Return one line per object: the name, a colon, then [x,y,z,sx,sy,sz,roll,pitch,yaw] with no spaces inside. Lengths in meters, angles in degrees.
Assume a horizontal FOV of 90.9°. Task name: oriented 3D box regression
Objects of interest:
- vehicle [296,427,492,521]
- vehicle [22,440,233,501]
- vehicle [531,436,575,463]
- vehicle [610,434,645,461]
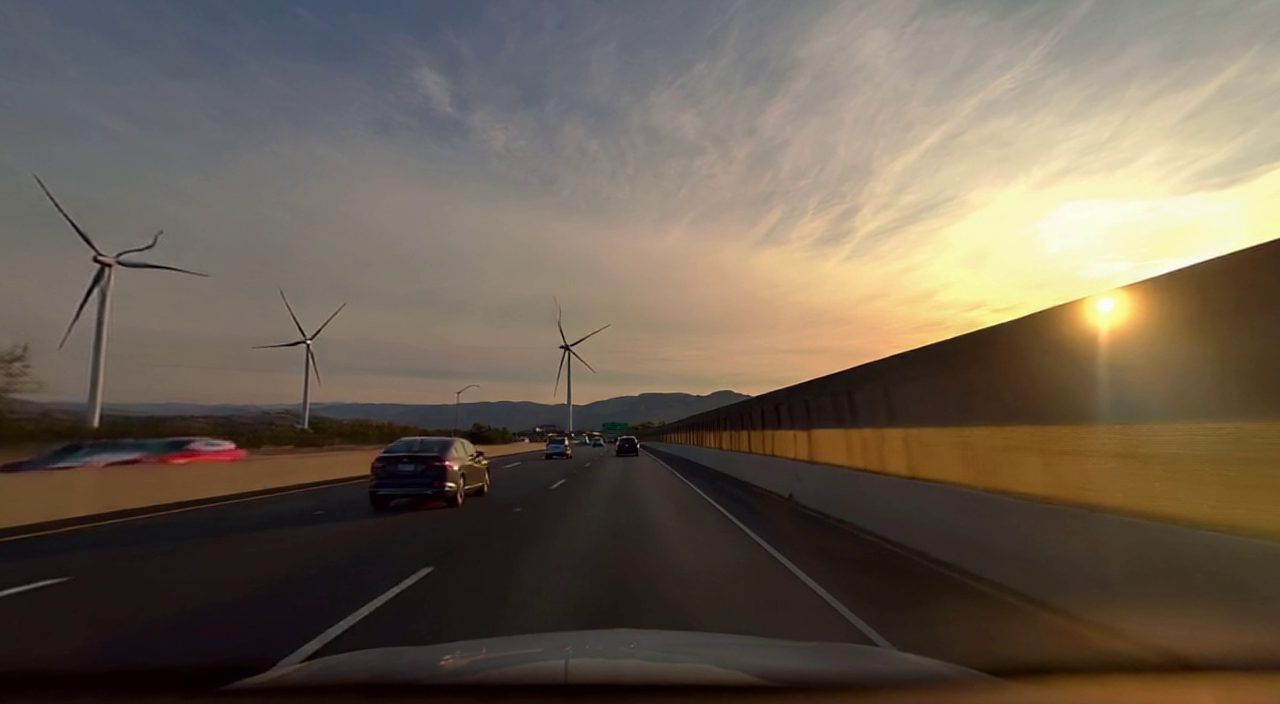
vehicle: [-4.427,2.247,12.301,1.998,1.468,4.635,0,-8,0]
vehicle: [-14.176,3.264,17.920,2.128,1.457,4.646,0,-8,-1]
vehicle: [-4.956,5.592,36.417,2.059,1.436,3.802,0,-8,-1]
vehicle: [-0.760,5.719,38.031,2.027,1.550,3.607,0,-8,-1]
